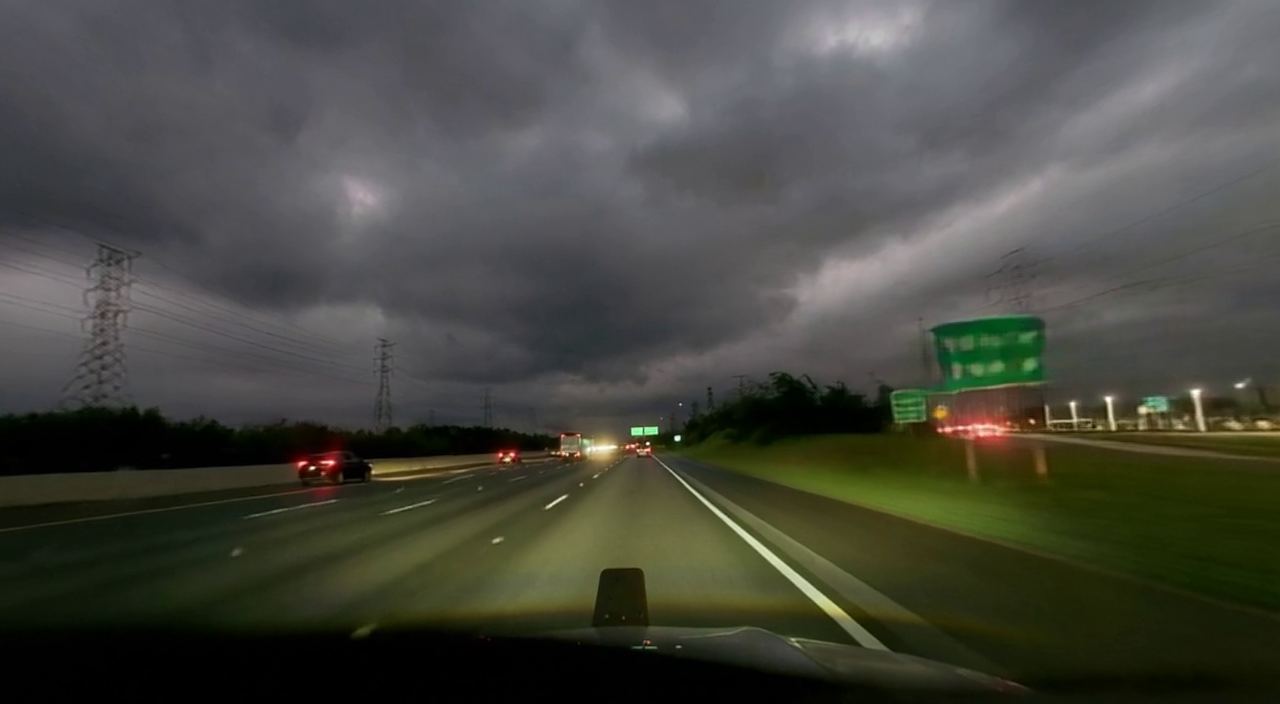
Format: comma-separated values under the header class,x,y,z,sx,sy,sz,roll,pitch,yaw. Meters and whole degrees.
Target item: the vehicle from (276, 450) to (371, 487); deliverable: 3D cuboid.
class,x,y,z,sx,sy,sz,roll,pitch,yaw
vehicle,-14.171,5.231,28.569,1.988,1.477,4.442,-1,-8,1
